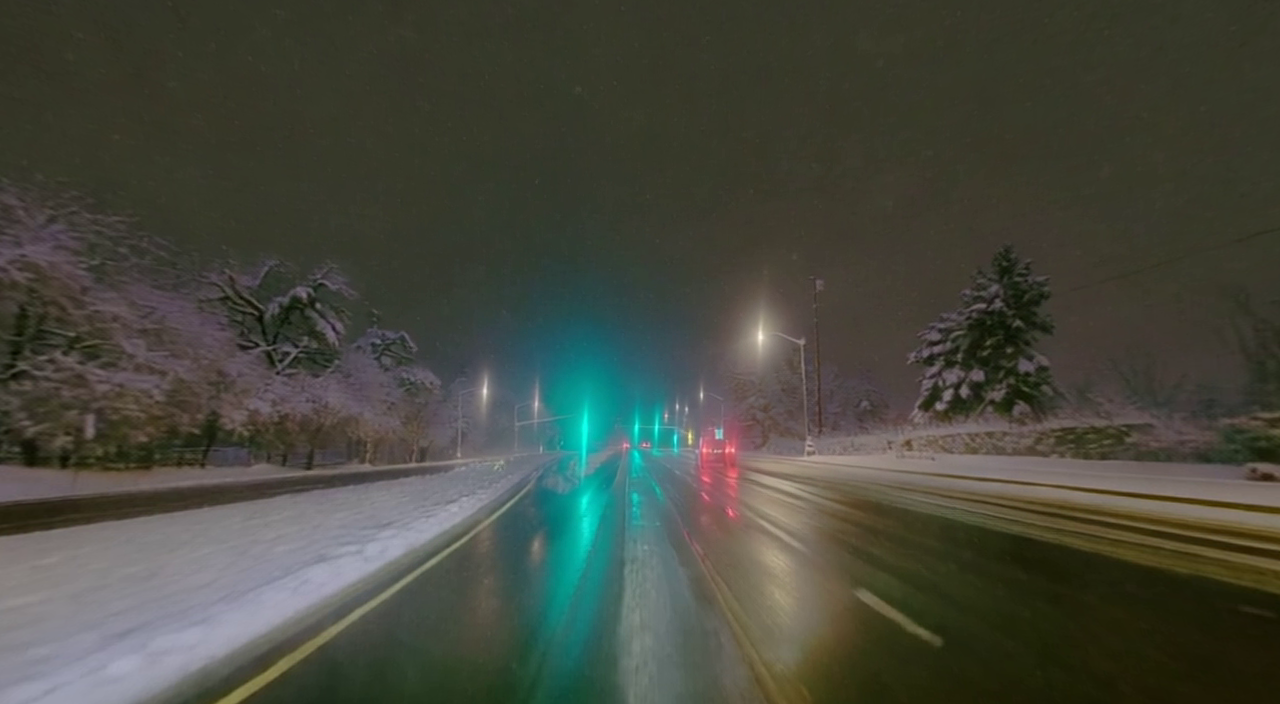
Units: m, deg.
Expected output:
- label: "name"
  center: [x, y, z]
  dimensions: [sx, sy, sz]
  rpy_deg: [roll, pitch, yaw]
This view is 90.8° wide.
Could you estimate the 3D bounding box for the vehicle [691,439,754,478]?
- label: "vehicle"
  center: [3.332, 4.410, 26.421]
  dimensions: [1.948, 1.479, 4.620]
  rpy_deg: [0, -8, -1]
